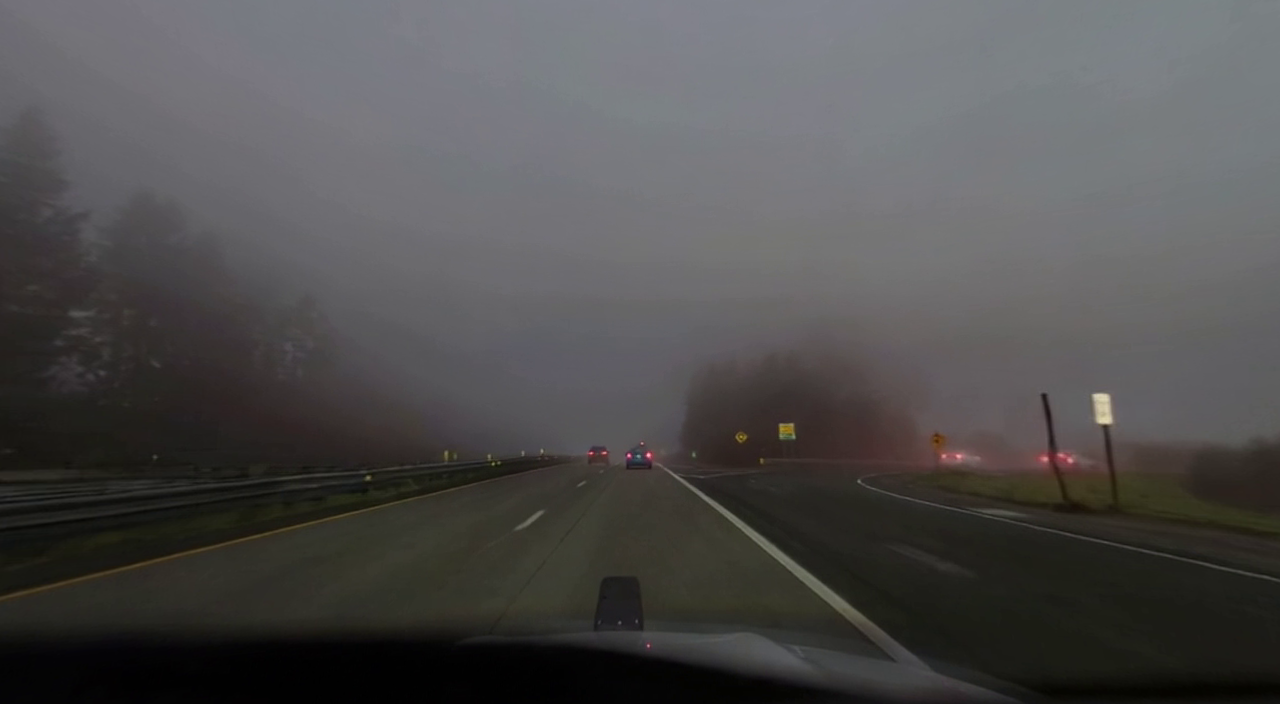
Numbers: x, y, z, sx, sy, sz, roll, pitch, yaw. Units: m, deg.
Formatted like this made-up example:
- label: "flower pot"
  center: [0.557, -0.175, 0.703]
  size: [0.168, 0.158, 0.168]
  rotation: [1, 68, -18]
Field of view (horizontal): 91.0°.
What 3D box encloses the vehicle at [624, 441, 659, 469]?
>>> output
- label: "vehicle"
  center: [0.066, 6.426, 39.540]
  size: [2.130, 1.684, 3.826]
  rotation: [0, -8, 0]
